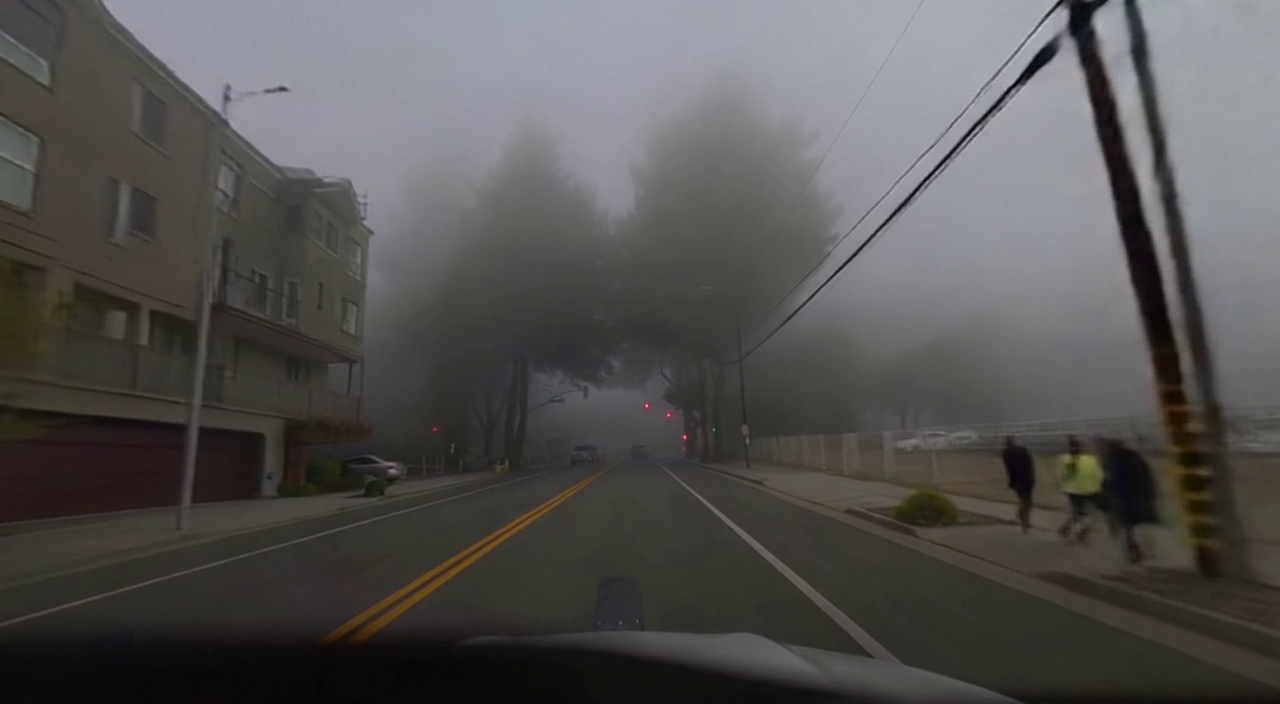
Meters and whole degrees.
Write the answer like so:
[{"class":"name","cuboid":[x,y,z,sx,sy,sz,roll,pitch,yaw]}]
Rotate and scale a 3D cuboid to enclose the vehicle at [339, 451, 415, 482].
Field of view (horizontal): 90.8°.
[{"class":"vehicle","cuboid":[-12.800,5.565,31.058,1.934,1.389,4.364,0,-9,-1]}]
